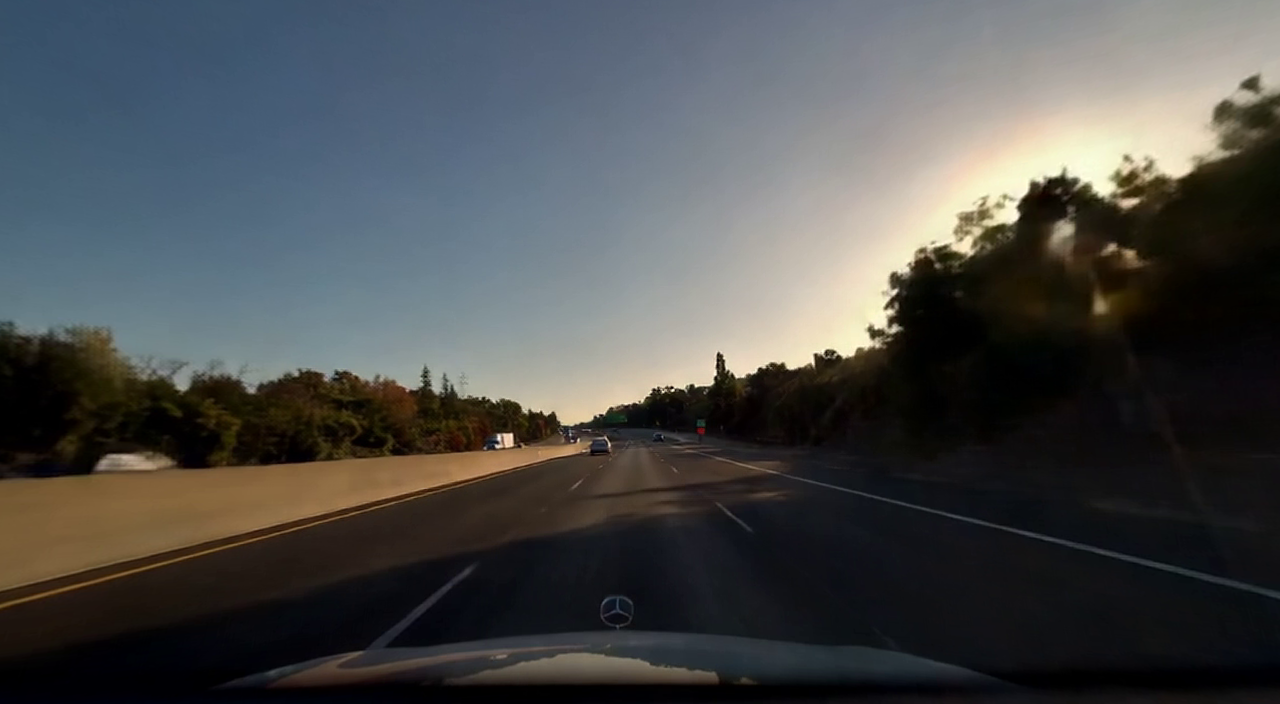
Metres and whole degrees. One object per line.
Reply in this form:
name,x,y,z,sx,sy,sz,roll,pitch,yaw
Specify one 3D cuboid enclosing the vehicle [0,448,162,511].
vehicle,-16.785,3.619,18.419,1.970,1.541,4.610,0,-8,0
